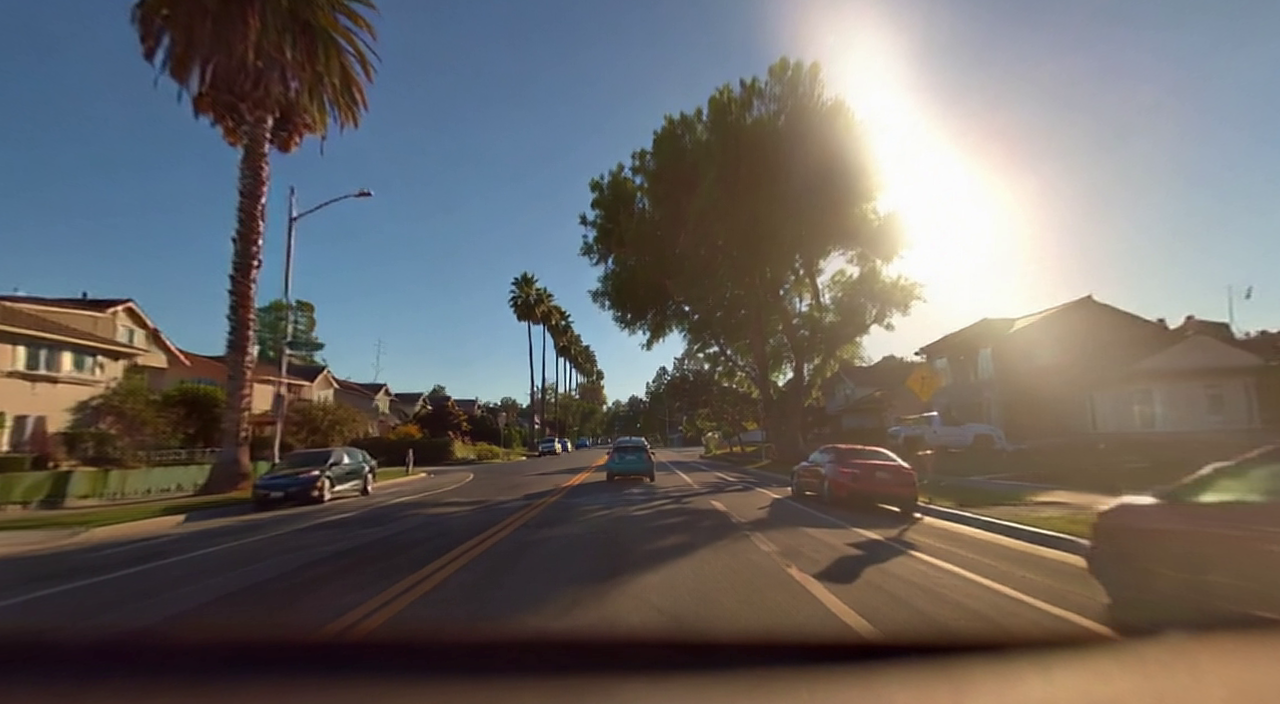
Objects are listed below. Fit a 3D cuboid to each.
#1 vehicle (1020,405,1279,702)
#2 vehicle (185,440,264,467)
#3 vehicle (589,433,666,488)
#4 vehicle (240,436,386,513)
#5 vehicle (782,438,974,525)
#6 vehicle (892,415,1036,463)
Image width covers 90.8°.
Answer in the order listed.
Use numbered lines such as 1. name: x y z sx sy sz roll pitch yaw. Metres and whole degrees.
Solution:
1. vehicle: 4.587 1.100 3.323 2.017 1.646 5.389 0 -9 2
2. vehicle: -29.806 7.314 45.543 1.918 1.821 4.769 -1 -9 10
3. vehicle: -0.407 3.303 19.513 2.098 1.483 4.099 0 -9 -2
4. vehicle: -8.755 3.236 17.364 1.945 1.666 4.107 -3 -6 -1
5. vehicle: 4.730 2.647 13.621 2.013 1.501 5.235 0 -9 -1
6. vehicle: 13.518 3.690 26.660 4.913 1.930 2.020 -1 -9 5
